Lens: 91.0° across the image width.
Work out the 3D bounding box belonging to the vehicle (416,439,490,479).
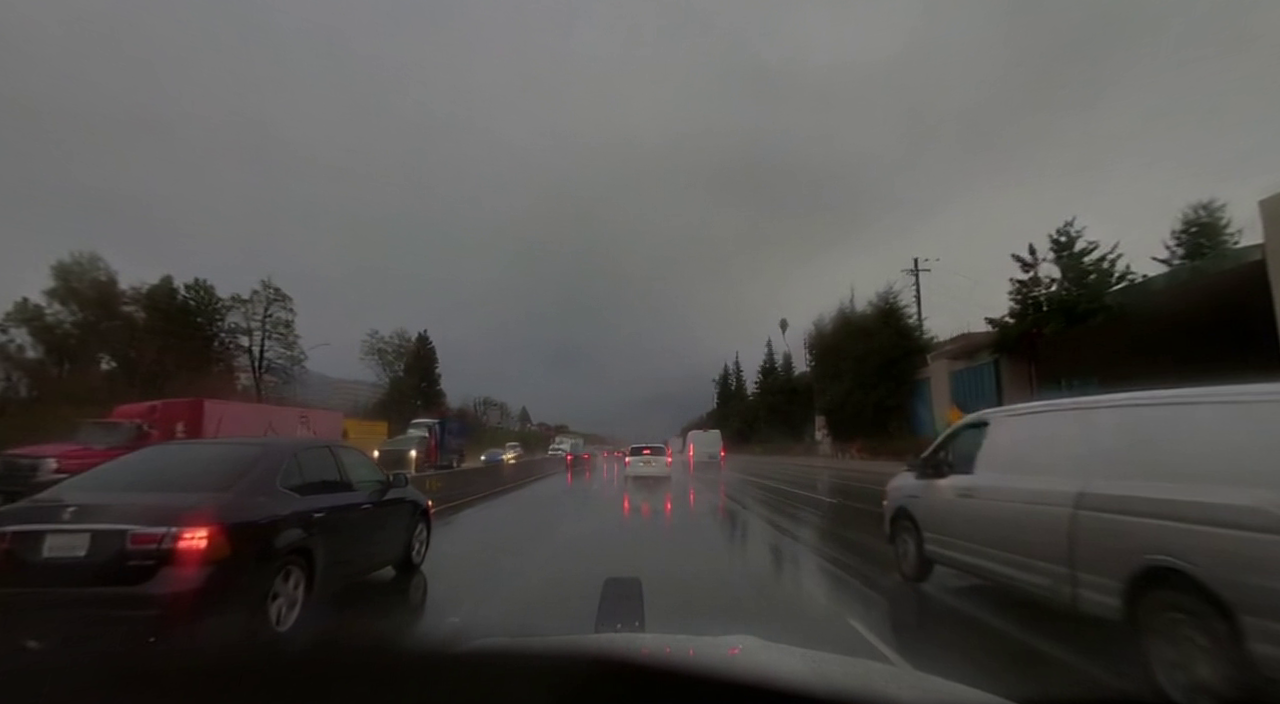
[{"bbox_3d":[-8.915,5.134,30.516,2.187,1.776,4.518,0,-9,0],"label":"vehicle"}]

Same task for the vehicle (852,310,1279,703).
[{"bbox_3d":[3.397,1.020,4.050,2.196,1.773,5.352,0,-9,0],"label":"vehicle"}]

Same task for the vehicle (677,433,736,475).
[{"bbox_3d":[3.508,5.547,34.370,2.460,2.086,5.576,0,-9,-1],"label":"vehicle"}]

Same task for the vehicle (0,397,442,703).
[{"bbox_3d":[-3.353,1.352,5.243,1.956,1.602,4.258,0,-9,1],"label":"vehicle"}]

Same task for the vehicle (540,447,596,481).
[{"bbox_3d":[-3.298,5.194,29.506,2.062,1.459,4.365,0,-9,1],"label":"vehicle"}]

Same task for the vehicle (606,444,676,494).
[{"bbox_3d":[0.034,3.757,20.593,2.053,1.461,3.941,0,-9,0],"label":"vehicle"}]

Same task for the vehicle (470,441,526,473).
[{"bbox_3d":[-8.358,6.220,37.407,2.168,1.749,4.698,0,-9,1],"label":"vehicle"}]
